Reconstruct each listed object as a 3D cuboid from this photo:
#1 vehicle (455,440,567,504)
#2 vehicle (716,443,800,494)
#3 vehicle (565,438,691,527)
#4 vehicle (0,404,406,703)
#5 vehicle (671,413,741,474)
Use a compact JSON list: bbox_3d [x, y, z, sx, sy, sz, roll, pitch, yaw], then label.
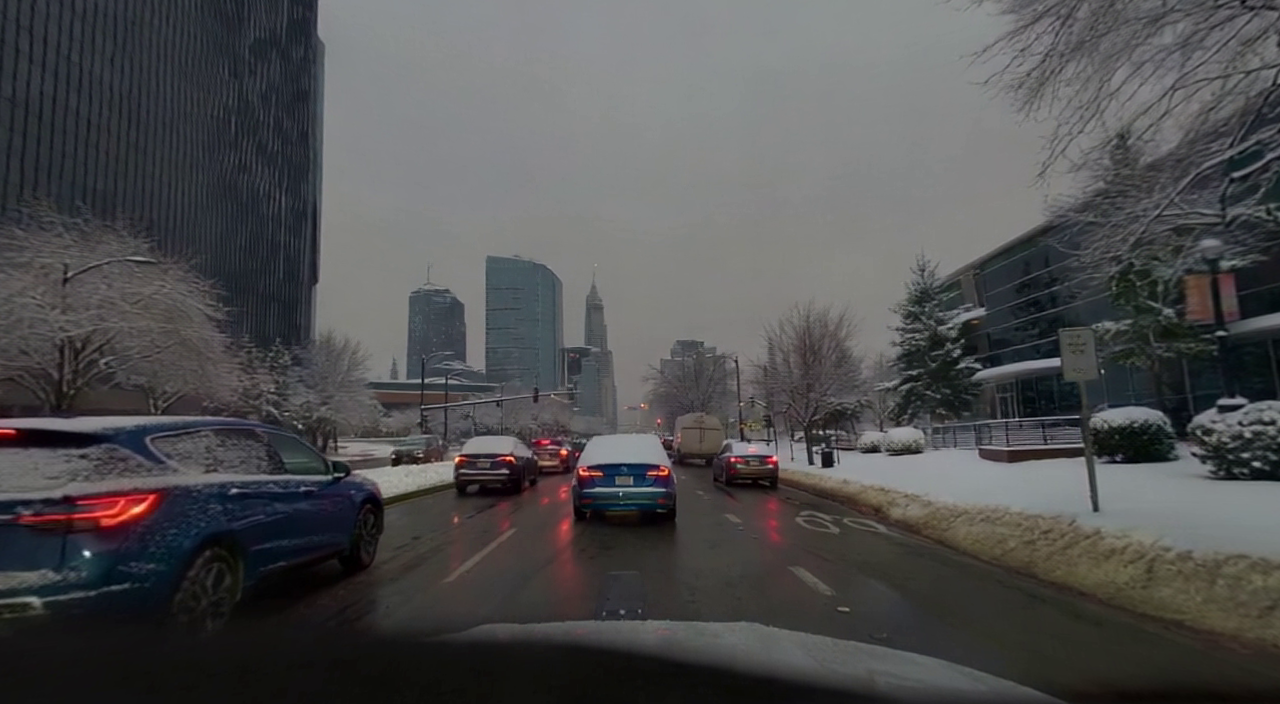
[{"bbox_3d":[-3.351,3.217,17.405,2.044,1.508,4.479,0,-9,1],"label":"vehicle"},{"bbox_3d":[3.858,3.879,21.339,1.940,1.514,4.187,0,-9,-1],"label":"vehicle"},{"bbox_3d":[-0.165,2.575,13.089,2.174,1.509,4.374,0,-9,1],"label":"vehicle"},{"bbox_3d":[-3.630,1.318,5.065,1.933,1.520,4.195,0,-9,-1],"label":"vehicle"},{"bbox_3d":[3.917,5.934,40.709,3.074,3.316,12.953,0,-9,0],"label":"vehicle"}]
